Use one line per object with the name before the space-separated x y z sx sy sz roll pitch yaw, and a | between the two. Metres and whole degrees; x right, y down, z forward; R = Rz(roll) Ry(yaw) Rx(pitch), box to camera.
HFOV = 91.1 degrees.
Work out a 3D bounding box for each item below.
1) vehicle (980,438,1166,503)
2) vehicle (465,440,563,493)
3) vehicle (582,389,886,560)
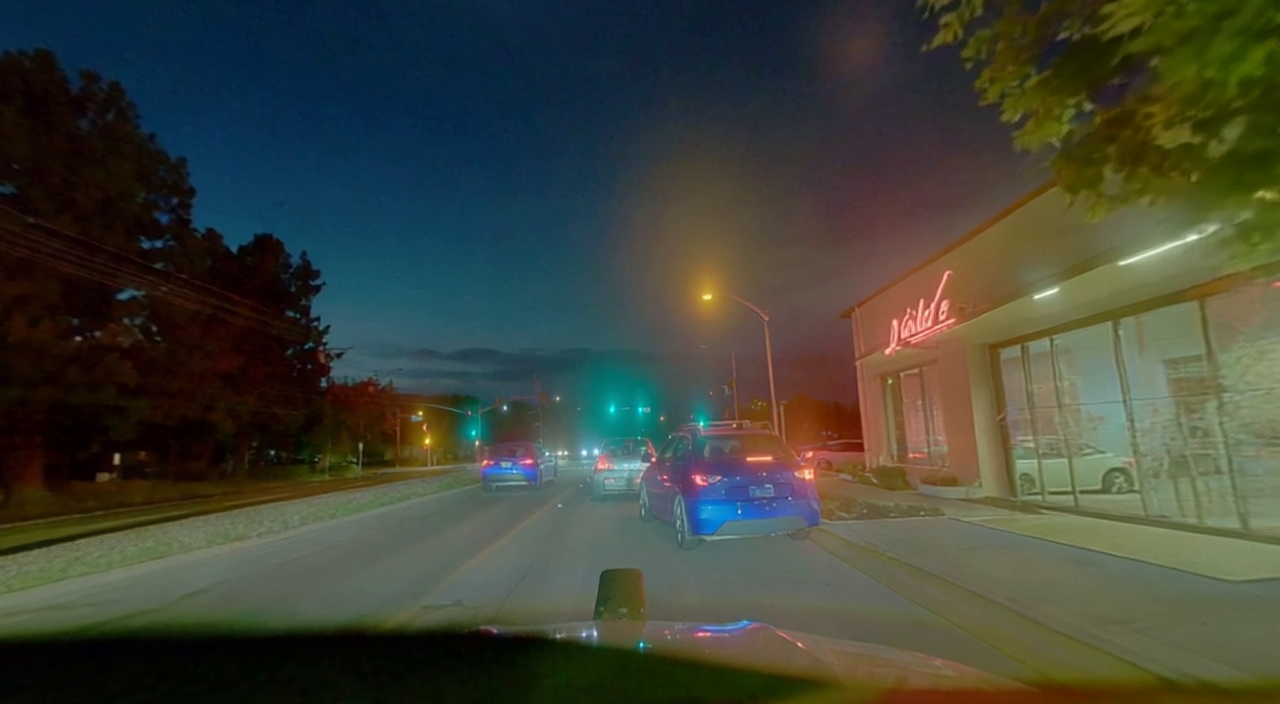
vehicle | 12.252 3.352 17.979 3.871 1.525 1.835 -3 -9 0
vehicle | -3.763 3.493 19.573 2.026 1.466 4.282 0 -8 2
vehicle | 1.111 1.771 9.777 2.052 1.955 4.642 5 -10 -33
